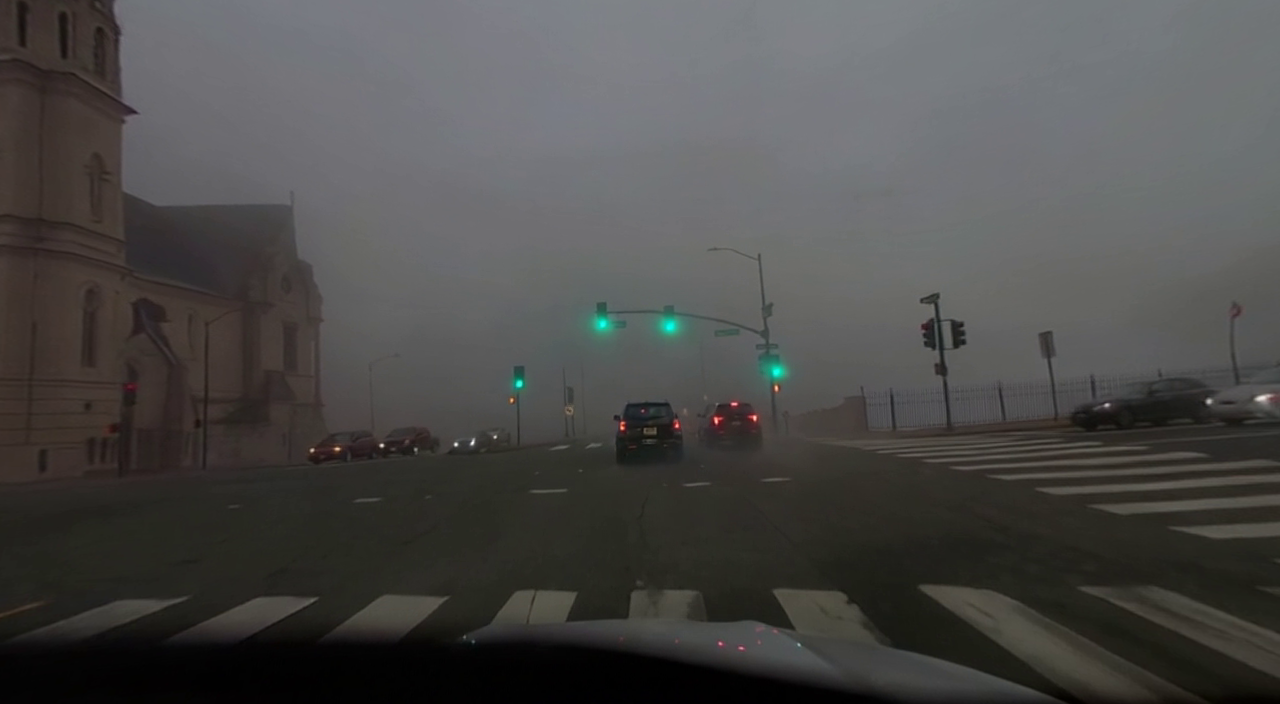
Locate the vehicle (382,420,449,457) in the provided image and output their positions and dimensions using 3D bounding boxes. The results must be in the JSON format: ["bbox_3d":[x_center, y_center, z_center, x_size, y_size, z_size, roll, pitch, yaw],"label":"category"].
[{"bbox_3d":[-11.963,4.675,33.978,2.069,1.790,4.358,-1,-9,-1],"label":"vehicle"}]

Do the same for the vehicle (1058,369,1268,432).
[{"bbox_3d":[15.700,1.485,19.173,4.488,1.475,2.083,-4,-5,-1],"label":"vehicle"}]

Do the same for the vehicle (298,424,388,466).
[{"bbox_3d":[-14.967,4.735,32.289,1.969,1.896,5.404,1,-8,0],"label":"vehicle"}]

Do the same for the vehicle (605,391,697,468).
[{"bbox_3d":[0.183,2.014,16.983,2.168,1.776,4.135,0,-5,-2],"label":"vehicle"}]

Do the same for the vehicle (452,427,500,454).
[{"bbox_3d":[-11.451,6.237,44.372,2.170,1.746,4.565,0,-8,0],"label":"vehicle"}]

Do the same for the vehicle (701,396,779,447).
[{"bbox_3d":[3.673,2.682,24.055,2.080,1.735,4.650,0,-7,-2],"label":"vehicle"}]
